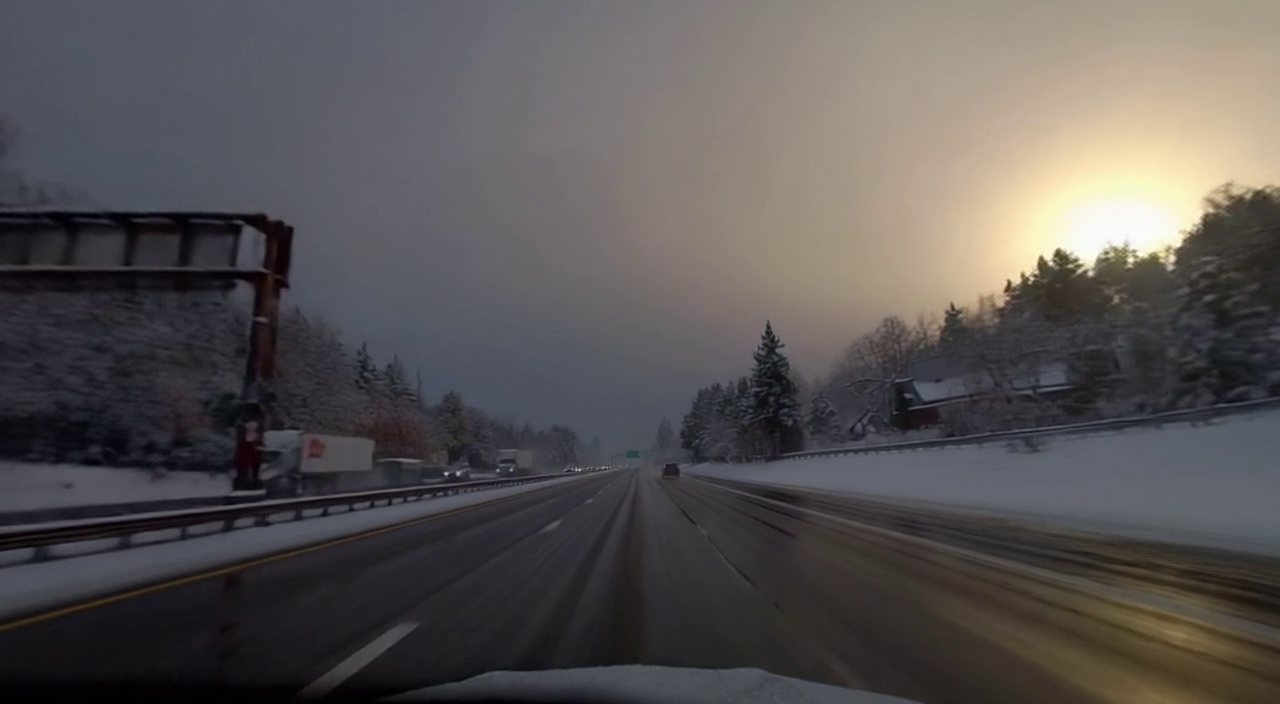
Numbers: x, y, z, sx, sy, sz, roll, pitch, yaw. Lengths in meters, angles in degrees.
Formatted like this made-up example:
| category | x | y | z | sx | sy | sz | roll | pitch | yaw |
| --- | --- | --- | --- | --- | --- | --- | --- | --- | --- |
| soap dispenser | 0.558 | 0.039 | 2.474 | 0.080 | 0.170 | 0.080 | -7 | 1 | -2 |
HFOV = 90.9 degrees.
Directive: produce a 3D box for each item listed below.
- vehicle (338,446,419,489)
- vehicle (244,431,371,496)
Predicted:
| category | x | y | z | sx | sy | sz | roll | pitch | yaw |
| --- | --- | --- | --- | --- | --- | --- | --- | --- | --- |
| vehicle | -20.182 | 9.018 | 49.193 | 2.847 | 3.022 | 7.806 | 1 | -10 | 0 |
| vehicle | -20.102 | 6.924 | 38.906 | 2.878 | 3.472 | 8.849 | 1 | -10 | 0 |
